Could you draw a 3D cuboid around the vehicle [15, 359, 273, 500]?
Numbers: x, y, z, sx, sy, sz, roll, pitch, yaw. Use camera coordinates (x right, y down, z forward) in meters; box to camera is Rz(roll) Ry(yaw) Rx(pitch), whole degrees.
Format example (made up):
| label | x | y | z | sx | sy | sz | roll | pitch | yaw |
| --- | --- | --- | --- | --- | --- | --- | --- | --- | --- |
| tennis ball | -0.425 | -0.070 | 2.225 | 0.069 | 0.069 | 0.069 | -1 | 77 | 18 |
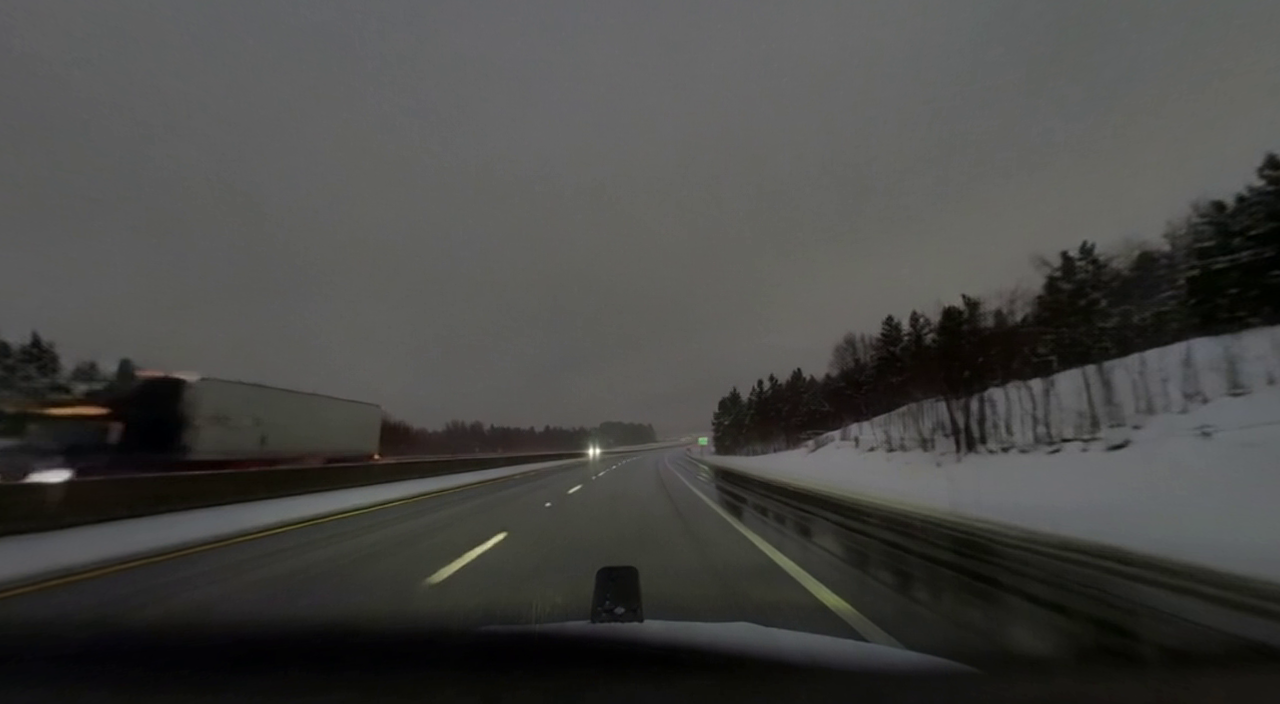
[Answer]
| label | x | y | z | sx | sy | sz | roll | pitch | yaw |
| --- | --- | --- | --- | --- | --- | --- | --- | --- | --- |
| vehicle | -16.893 | 2.826 | 22.346 | 3.287 | 4.193 | 6.858 | 0 | -9 | 0 |
